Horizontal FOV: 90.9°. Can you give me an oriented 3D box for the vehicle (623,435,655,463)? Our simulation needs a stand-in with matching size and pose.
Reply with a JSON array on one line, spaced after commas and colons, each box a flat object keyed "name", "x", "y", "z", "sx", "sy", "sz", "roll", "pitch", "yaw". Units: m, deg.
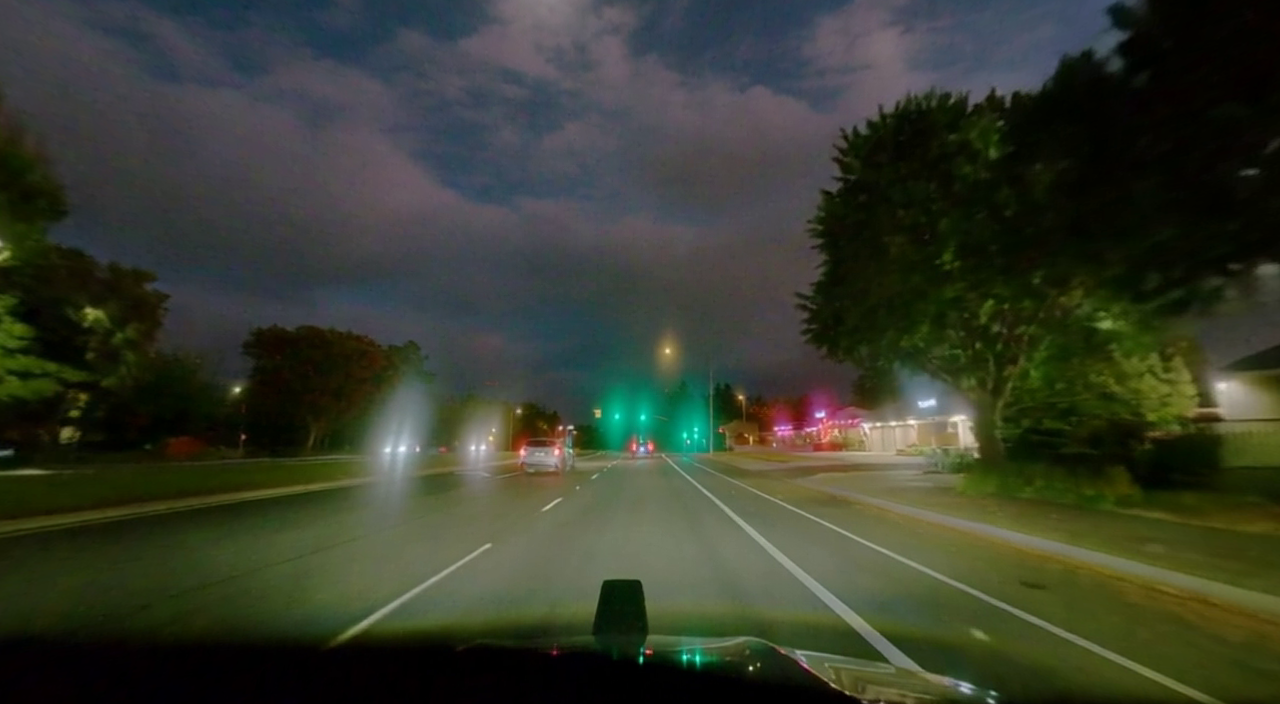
[{"name": "vehicle", "x": -0.040, "y": 6.658, "z": 43.347, "sx": 2.153, "sy": 1.764, "sz": 4.047, "roll": 0, "pitch": -8, "yaw": 1}]

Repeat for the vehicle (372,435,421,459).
[{"name": "vehicle", "x": -17.628, "y": 6.910, "z": 45.905, "sx": 2.032, "sy": 1.689, "sz": 4.624, "roll": 0, "pitch": -8, "yaw": -4}]

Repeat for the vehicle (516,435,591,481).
[{"name": "vehicle", "x": -3.001, "y": 3.801, "z": 22.849, "sx": 2.015, "sy": 1.470, "sz": 4.458, "roll": 0, "pitch": -8, "yaw": 1}]
